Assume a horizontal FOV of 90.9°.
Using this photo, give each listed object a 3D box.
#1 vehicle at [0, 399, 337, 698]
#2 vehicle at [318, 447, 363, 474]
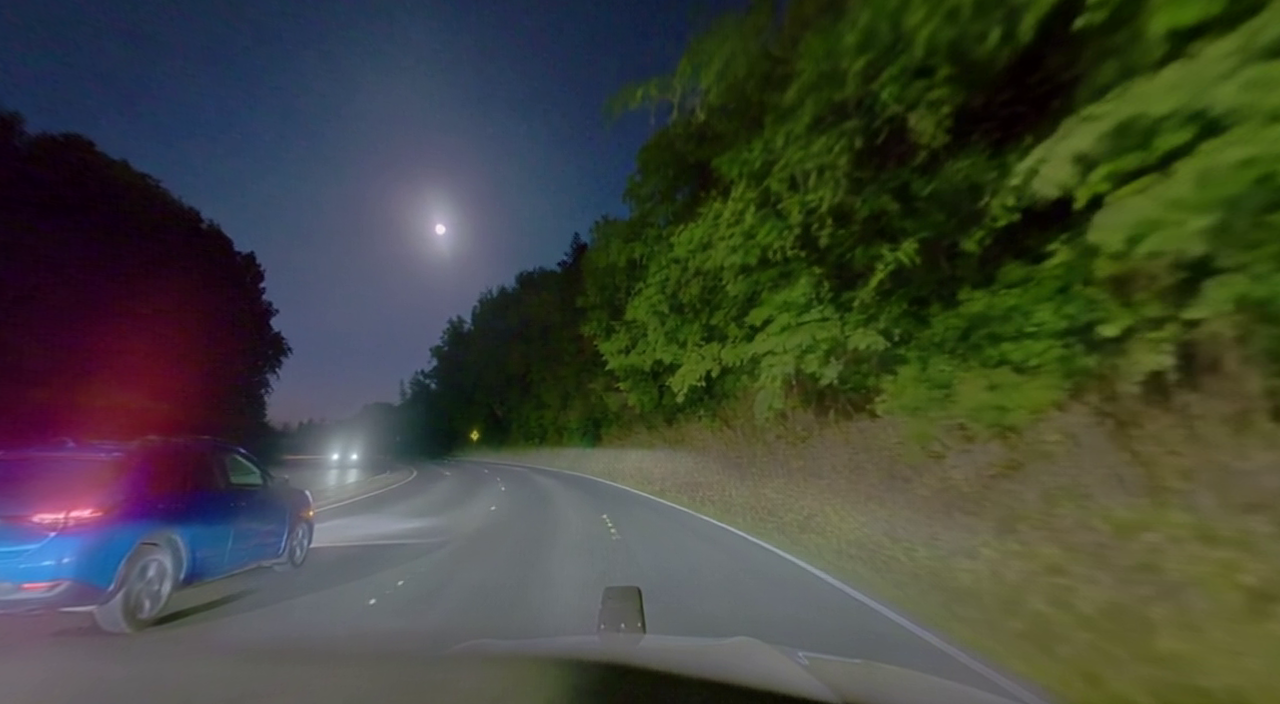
[{"bbox_3d":[-4.503,1.372,5.386,2.078,1.607,3.959,0,-9,-5],"label":"vehicle"},{"bbox_3d":[-18.535,6.727,39.114,2.032,1.557,4.151,3,-10,-19],"label":"vehicle"}]
